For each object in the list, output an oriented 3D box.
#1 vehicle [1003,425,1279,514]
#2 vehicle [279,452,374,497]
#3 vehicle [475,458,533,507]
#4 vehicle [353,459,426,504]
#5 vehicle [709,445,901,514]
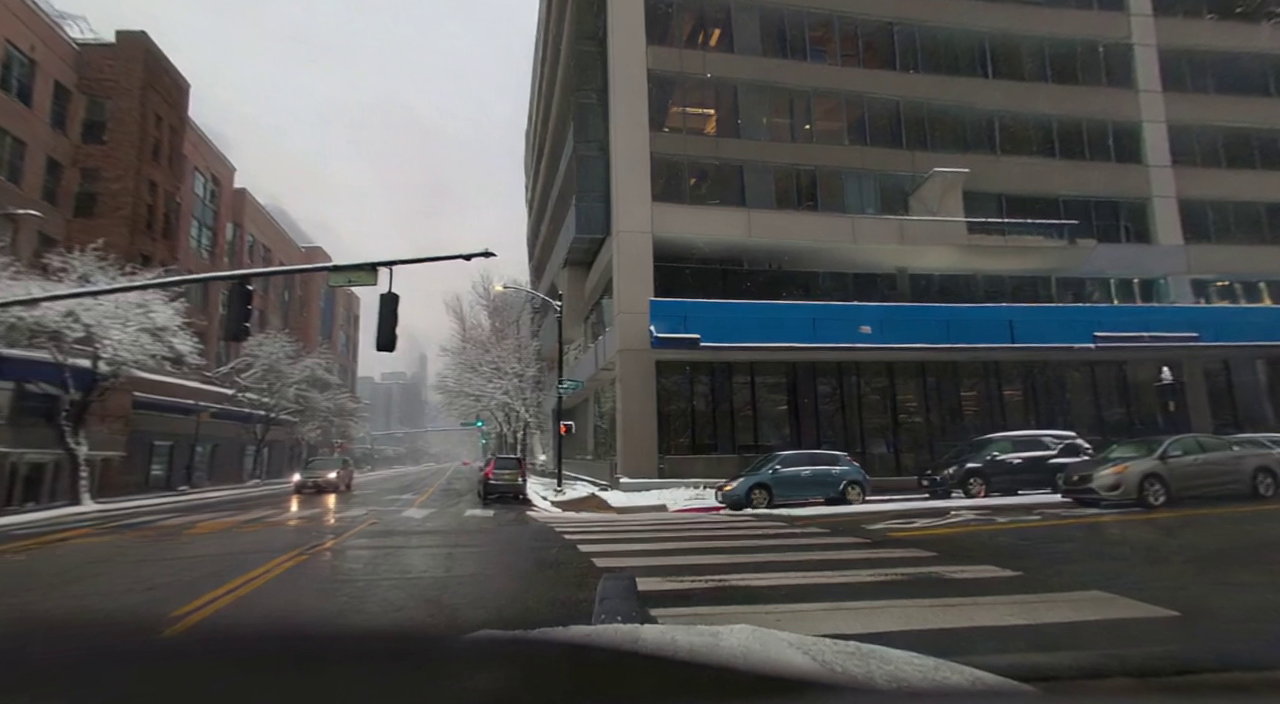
[{"bbox_3d":[10.251,2.308,12.725,4.888,1.558,2.017,2,-9,-12],"label":"vehicle"},{"bbox_3d":[-16.386,6.375,33.550,2.810,2.036,6.550,1,-9,-11],"label":"vehicle"},{"bbox_3d":[-5.870,5.531,27.310,2.174,1.780,5.051,2,-9,-12],"label":"vehicle"},{"bbox_3d":[-10.435,5.360,26.641,2.025,1.625,4.596,2,-9,-11],"label":"vehicle"},{"bbox_3d":[4.550,3.583,17.741,4.705,1.732,1.996,2,-14,-13],"label":"vehicle"}]
